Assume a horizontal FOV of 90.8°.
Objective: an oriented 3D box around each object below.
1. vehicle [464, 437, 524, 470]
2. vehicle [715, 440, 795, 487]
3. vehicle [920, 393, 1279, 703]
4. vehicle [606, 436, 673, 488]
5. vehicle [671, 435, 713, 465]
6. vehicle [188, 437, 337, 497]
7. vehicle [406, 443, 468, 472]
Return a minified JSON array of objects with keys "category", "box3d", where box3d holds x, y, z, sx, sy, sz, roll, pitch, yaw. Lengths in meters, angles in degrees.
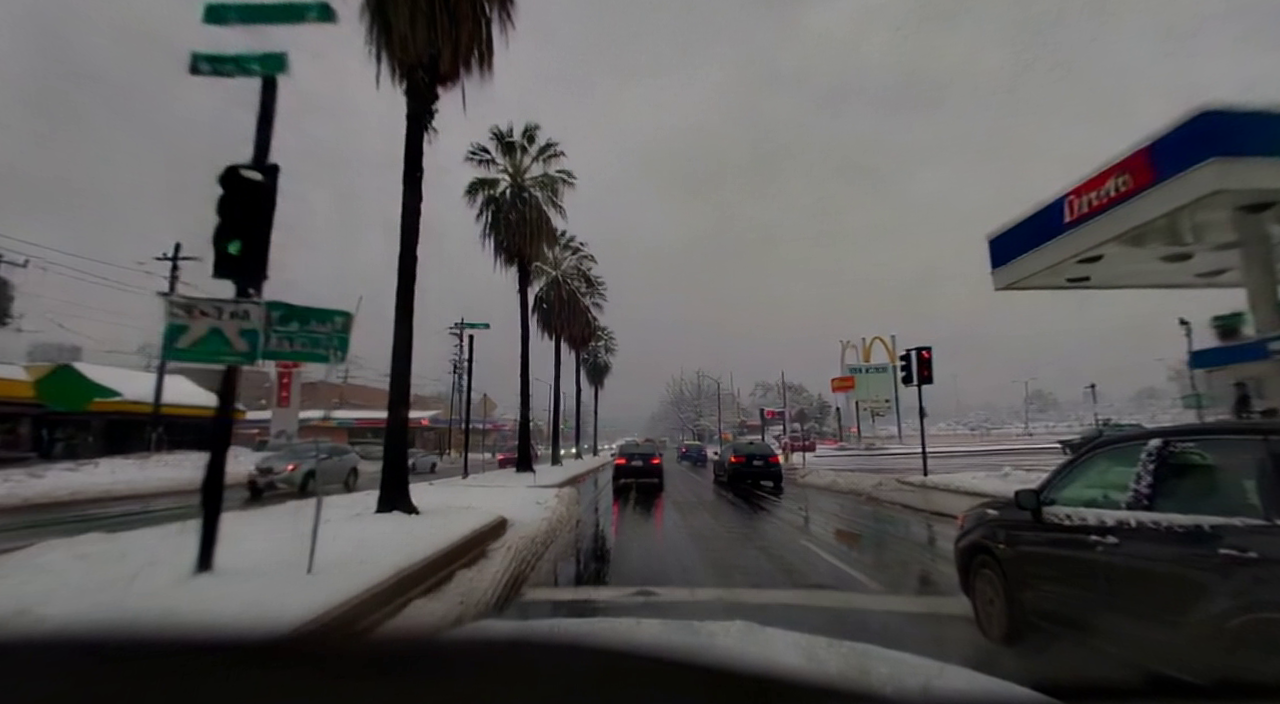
[{"category":"vehicle","box3d":[-8.130,5.698,35.643,1.980,1.719,4.963,-1,-9,3]},{"category":"vehicle","box3d":[3.818,3.779,21.751,1.889,1.448,4.262,0,-9,-1]},{"category":"vehicle","box3d":[3.491,1.048,3.433,1.987,1.474,4.198,0,-9,0]},{"category":"vehicle","box3d":[-0.048,3.630,21.145,2.021,1.550,4.090,0,-9,-1]},{"category":"vehicle","box3d":[3.331,6.427,41.531,2.299,1.803,5.434,0,-8,0]},{"category":"vehicle","box3d":[-12.155,3.713,20.793,2.006,1.737,4.537,0,-9,1]},{"category":"vehicle","box3d":[-11.394,5.951,35.724,1.908,1.506,4.397,0,-9,2]}]
